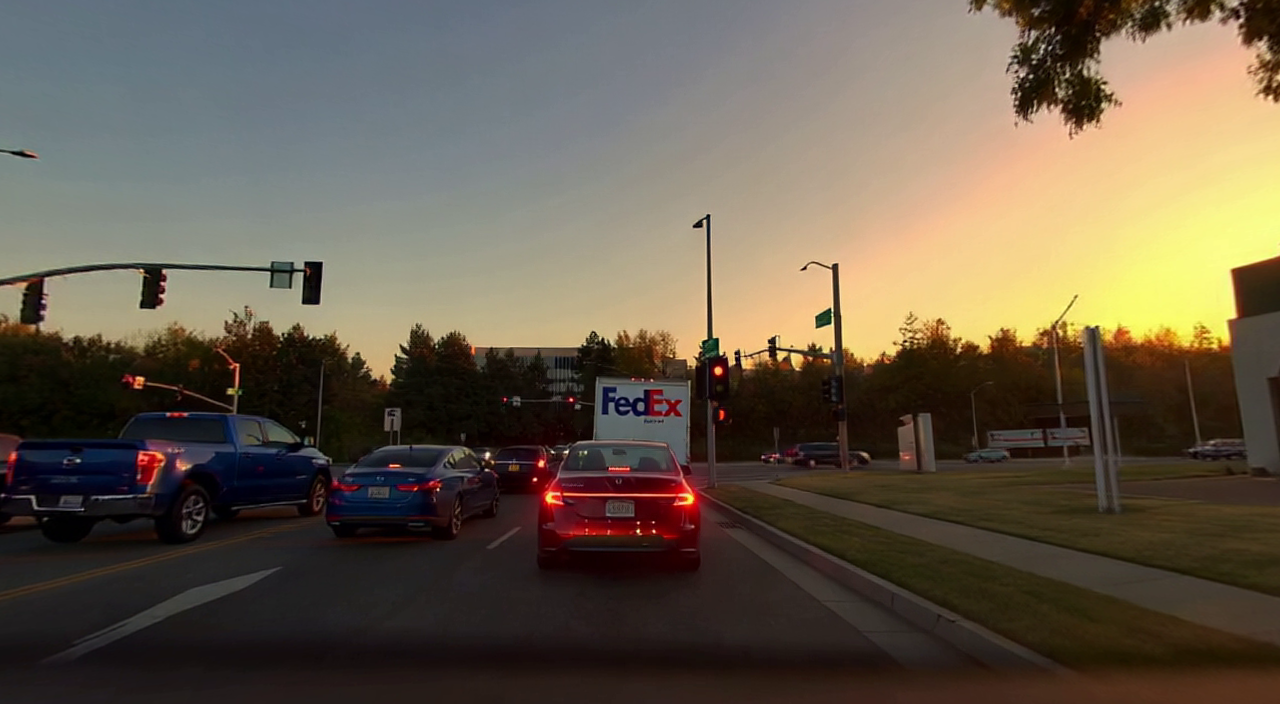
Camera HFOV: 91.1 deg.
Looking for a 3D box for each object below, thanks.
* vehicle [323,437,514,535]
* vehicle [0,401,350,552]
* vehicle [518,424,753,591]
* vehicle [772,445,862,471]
[{"bbox_3d":[-3.865,2.398,11.942,1.949,1.487,4.390,0,-9,1],"label":"vehicle"},{"bbox_3d":[-7.274,1.985,10.731,2.125,1.893,5.498,0,-9,-2],"label":"vehicle"},{"bbox_3d":[-0.045,1.746,7.949,2.145,1.513,4.269,0,-9,0],"label":"vehicle"},{"bbox_3d":[10.351,6.222,37.068,4.794,1.481,1.968,-1,-9,7],"label":"vehicle"}]
